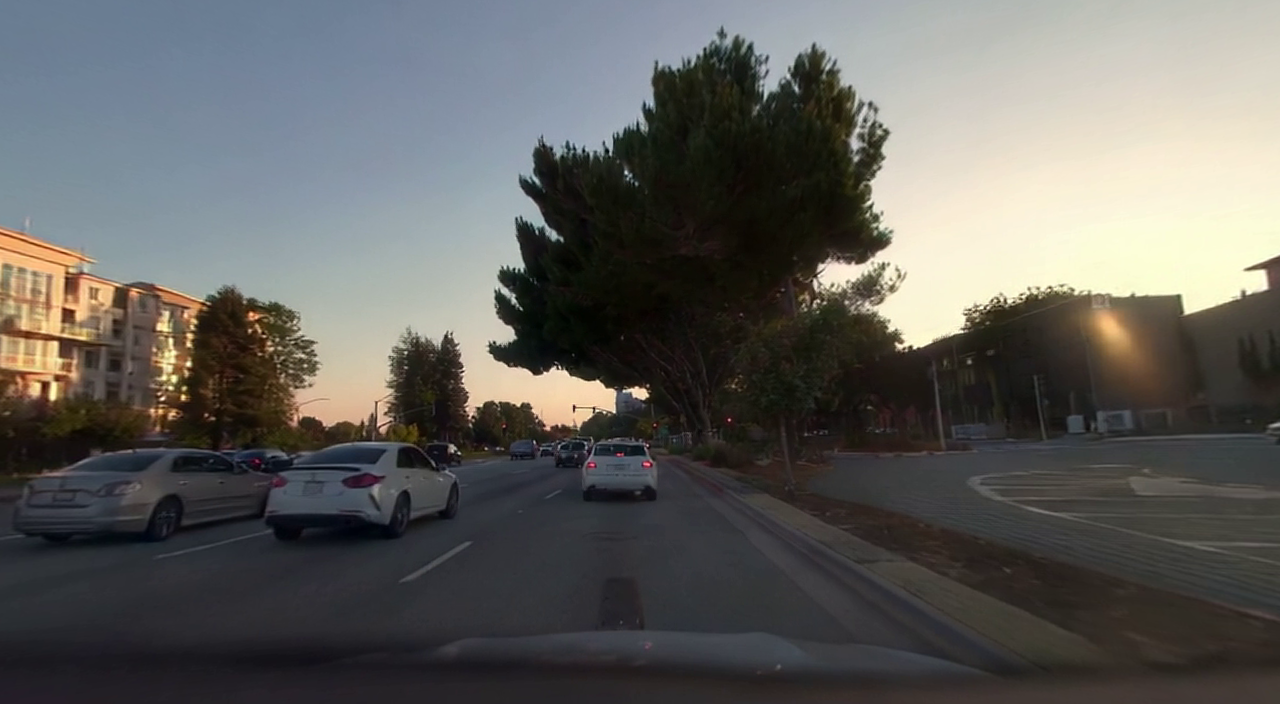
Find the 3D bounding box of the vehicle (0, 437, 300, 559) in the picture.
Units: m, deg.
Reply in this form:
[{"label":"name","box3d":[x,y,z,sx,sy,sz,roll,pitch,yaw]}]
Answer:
[{"label":"vehicle","box3d":[-7.595,2.124,9.985,1.906,1.449,4.576,0,-9,0]}]

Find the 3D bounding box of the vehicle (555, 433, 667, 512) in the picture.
[{"label":"vehicle","box3d":[-0.582,2.622,14.158,2.099,1.469,4.389,0,-9,-1]}]

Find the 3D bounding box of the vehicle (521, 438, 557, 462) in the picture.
[{"label":"vehicle","box3d":[-7.701,7.524,48.573,2.023,1.737,4.569,0,-9,1]}]

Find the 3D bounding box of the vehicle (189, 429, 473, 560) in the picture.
[{"label":"vehicle","box3d":[-4.230,2.026,9.756,2.032,1.515,4.641,0,-9,0]}]
